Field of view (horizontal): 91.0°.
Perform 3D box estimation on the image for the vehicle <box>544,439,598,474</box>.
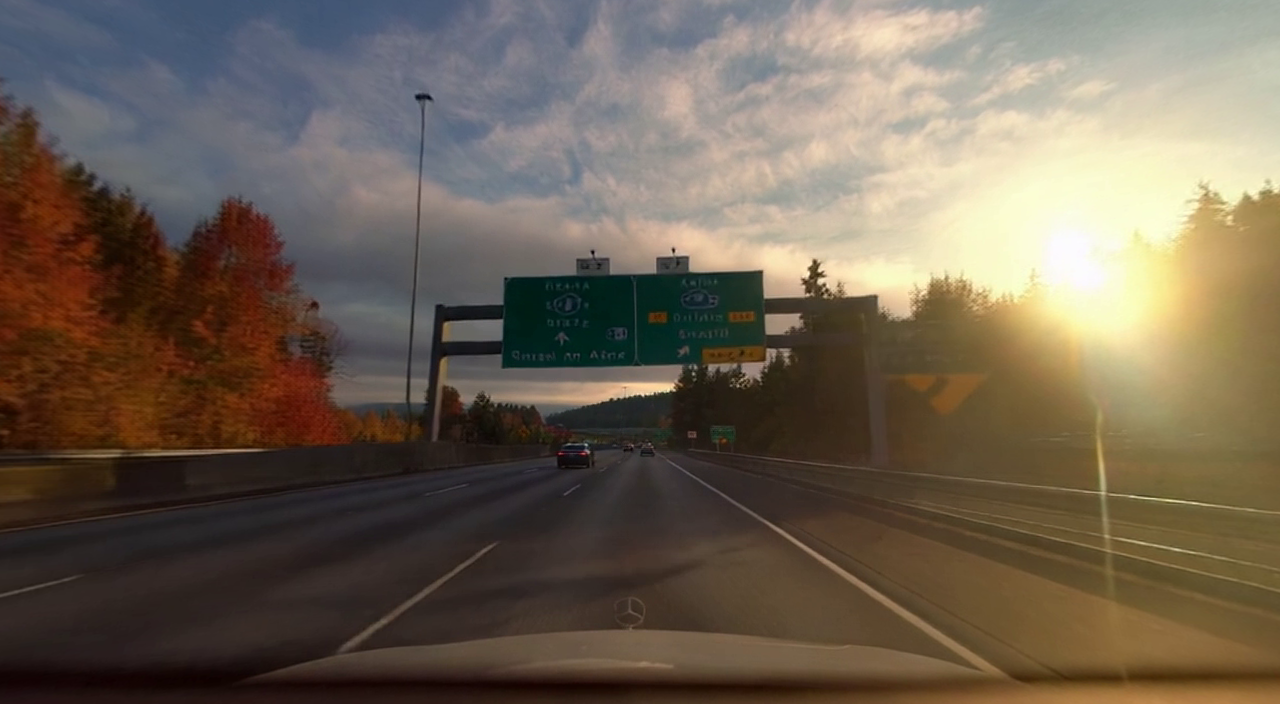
[{"bbox_3d":[-3.375,5.187,31.570,2.061,1.572,4.814,0,-8,1],"label":"vehicle"}]
